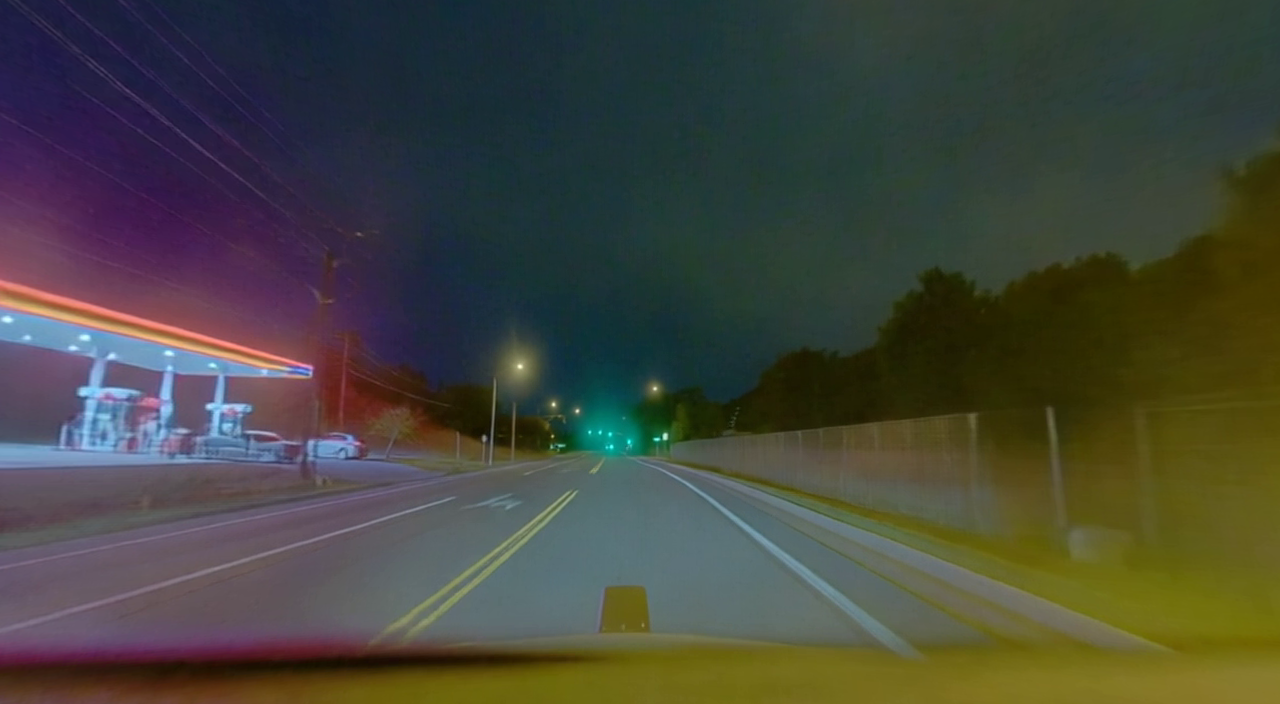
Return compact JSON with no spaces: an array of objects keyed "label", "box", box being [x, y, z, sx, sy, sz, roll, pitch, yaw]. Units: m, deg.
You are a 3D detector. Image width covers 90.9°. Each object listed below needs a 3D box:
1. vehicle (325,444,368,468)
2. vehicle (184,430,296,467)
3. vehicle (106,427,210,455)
[{"label":"vehicle","box":[-19.319,6.882,41.702,1.885,1.490,4.474,4,-10,-17]},{"label":"vehicle","box":[-21.702,5.244,34.320,4.907,1.827,2.121,6,-10,-34]},{"label":"vehicle","box":[-27.998,5.186,36.680,4.505,1.523,1.873,8,-12,-42]}]
